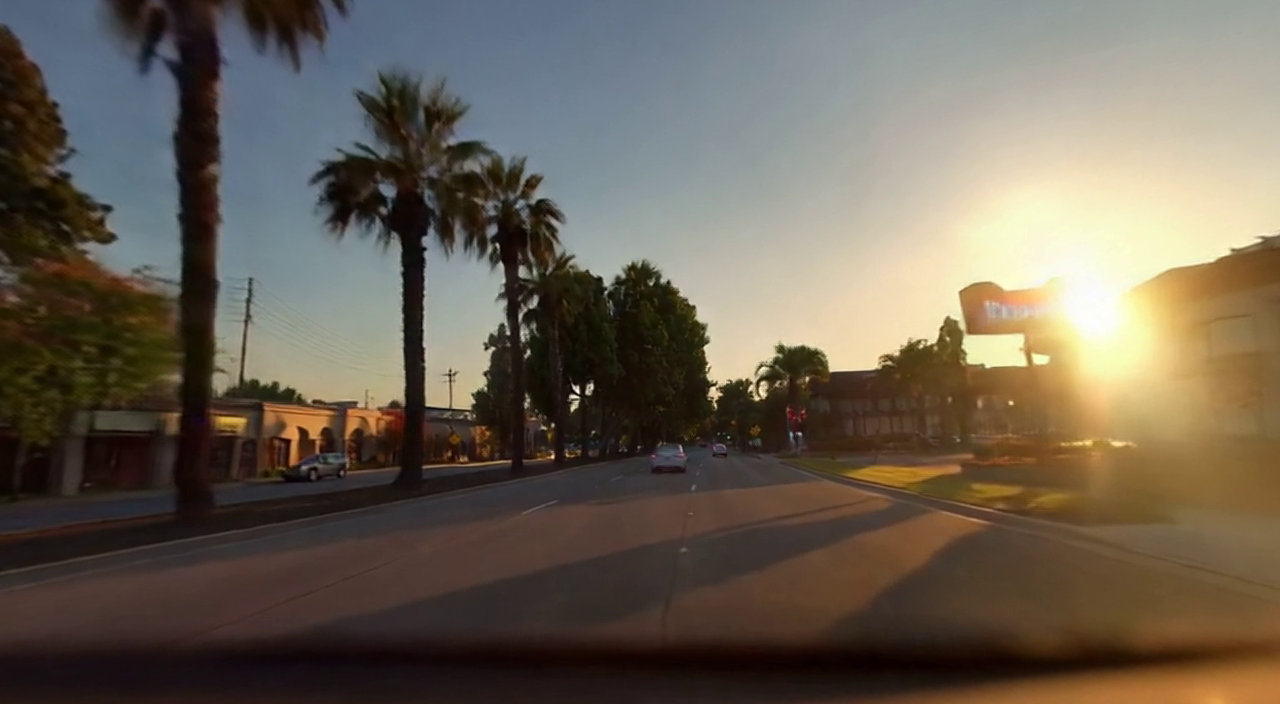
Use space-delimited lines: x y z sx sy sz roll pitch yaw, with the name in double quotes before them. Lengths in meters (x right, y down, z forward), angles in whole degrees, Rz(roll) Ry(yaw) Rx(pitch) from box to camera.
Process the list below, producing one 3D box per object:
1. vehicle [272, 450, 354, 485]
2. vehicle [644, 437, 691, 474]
"vehicle" -20.287 7.146 39.486 2.294 1.935 4.783 0 -8 5
"vehicle" 1.509 5.325 32.754 2.147 1.745 4.648 0 -8 6
